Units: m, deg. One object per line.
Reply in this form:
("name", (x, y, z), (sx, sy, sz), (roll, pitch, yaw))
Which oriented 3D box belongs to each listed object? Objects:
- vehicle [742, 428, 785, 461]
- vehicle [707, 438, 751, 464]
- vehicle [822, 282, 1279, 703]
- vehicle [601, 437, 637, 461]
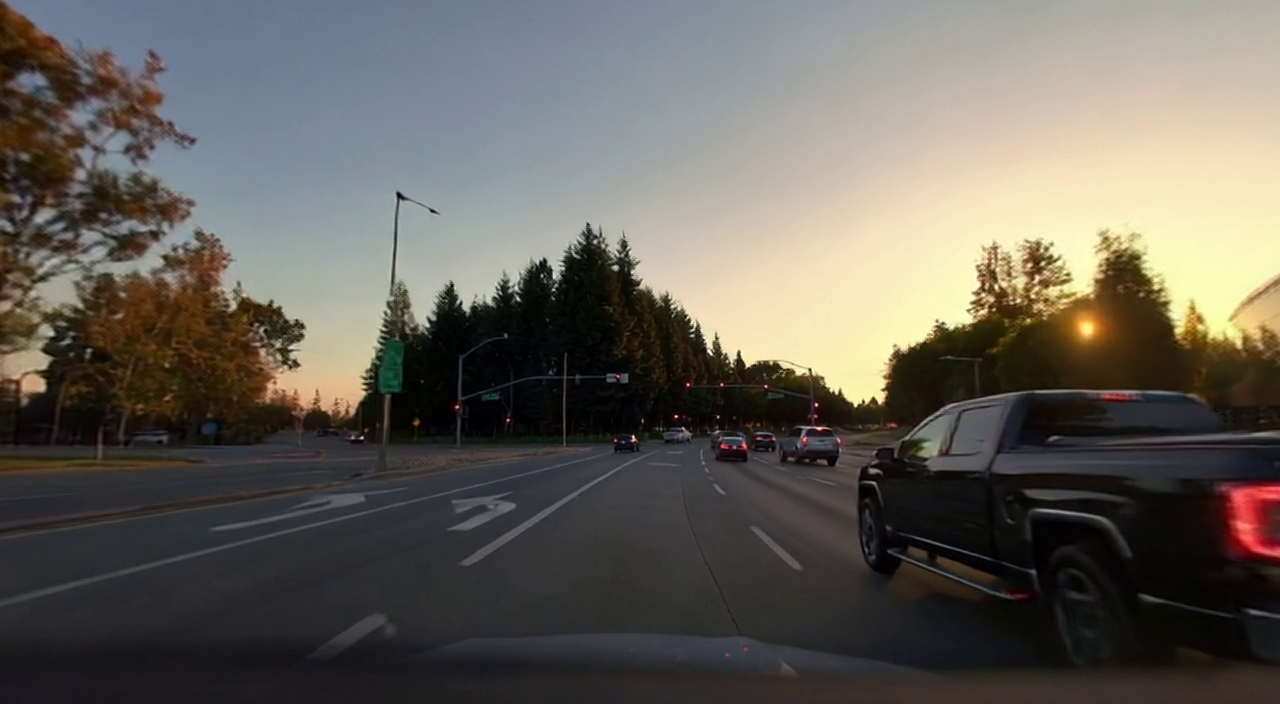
("vehicle", (8.844, 6.678, 45.612), (2.186, 2.202, 5.426), (0, -8, 3))
("vehicle", (5.596, 6.284, 40.252), (2.292, 1.563, 4.734), (0, -8, 2))
("vehicle", (3.238, 0.968, 4.170), (2.333, 1.777, 5.713), (0, -8, 0))
("vehicle", (-1.386, 6.636, 43.338), (1.958, 1.542, 4.175), (-1, -8, 5))
